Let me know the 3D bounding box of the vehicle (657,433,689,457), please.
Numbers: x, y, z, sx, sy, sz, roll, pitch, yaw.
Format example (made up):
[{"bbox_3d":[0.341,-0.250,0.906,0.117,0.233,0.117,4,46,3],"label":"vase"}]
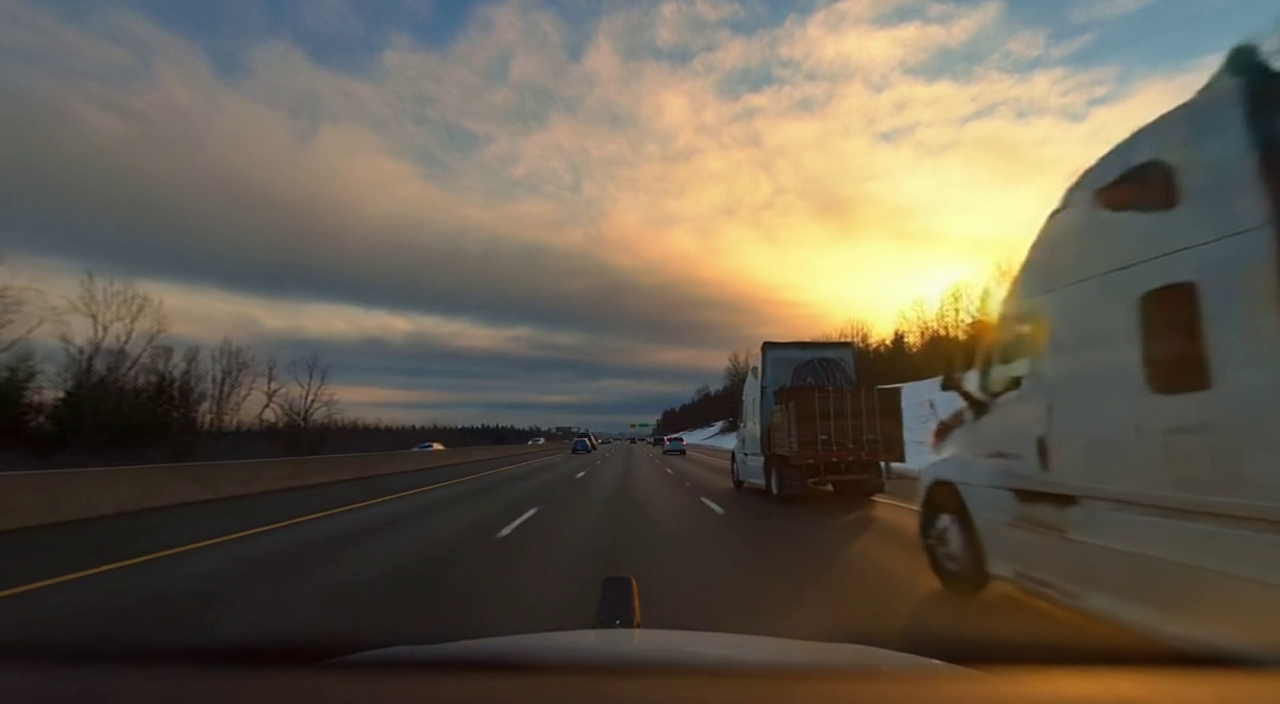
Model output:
[{"bbox_3d":[2.440,7.005,47.485,2.124,1.696,4.173,0,-8,-2],"label":"vehicle"}]

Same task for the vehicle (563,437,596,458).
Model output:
[{"bbox_3d":[-4.422,6.986,46.309,2.017,1.484,4.088,0,-8,0],"label":"vehicle"}]

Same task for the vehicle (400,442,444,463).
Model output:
[{"bbox_3d":[-16.436,7.580,47.591,1.812,1.489,4.112,0,-8,0],"label":"vehicle"}]

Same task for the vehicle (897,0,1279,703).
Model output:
[{"bbox_3d":[4.172,-0.400,2.036,2.906,3.999,8.621,0,-8,0],"label":"vehicle"}]
